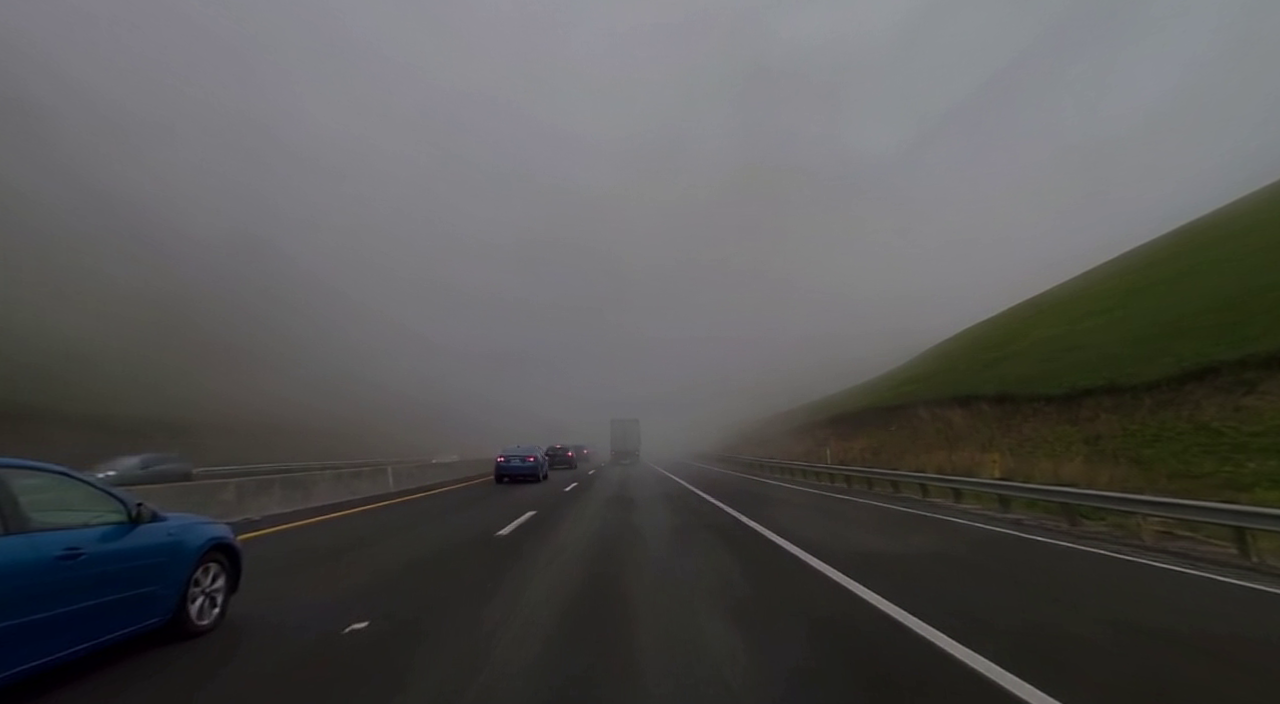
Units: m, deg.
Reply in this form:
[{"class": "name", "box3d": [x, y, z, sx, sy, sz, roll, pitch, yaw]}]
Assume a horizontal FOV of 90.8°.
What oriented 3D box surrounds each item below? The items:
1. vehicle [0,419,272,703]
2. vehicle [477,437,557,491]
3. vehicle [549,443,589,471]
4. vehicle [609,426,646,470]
[{"class": "vehicle", "box3d": [-3.861, 1.000, 2.616, 1.988, 1.440, 4.504, 0, -9, -1]}, {"class": "vehicle", "box3d": [-4.234, 3.926, 22.426, 2.073, 1.694, 4.162, 0, -9, -1]}, {"class": "vehicle", "box3d": [-4.397, 6.560, 39.538, 2.044, 1.624, 4.032, 0, -9, 0]}, {"class": "vehicle", "box3d": [-0.797, 6.281, 41.121, 2.227, 2.611, 5.900, 0, -9, -1]}]
